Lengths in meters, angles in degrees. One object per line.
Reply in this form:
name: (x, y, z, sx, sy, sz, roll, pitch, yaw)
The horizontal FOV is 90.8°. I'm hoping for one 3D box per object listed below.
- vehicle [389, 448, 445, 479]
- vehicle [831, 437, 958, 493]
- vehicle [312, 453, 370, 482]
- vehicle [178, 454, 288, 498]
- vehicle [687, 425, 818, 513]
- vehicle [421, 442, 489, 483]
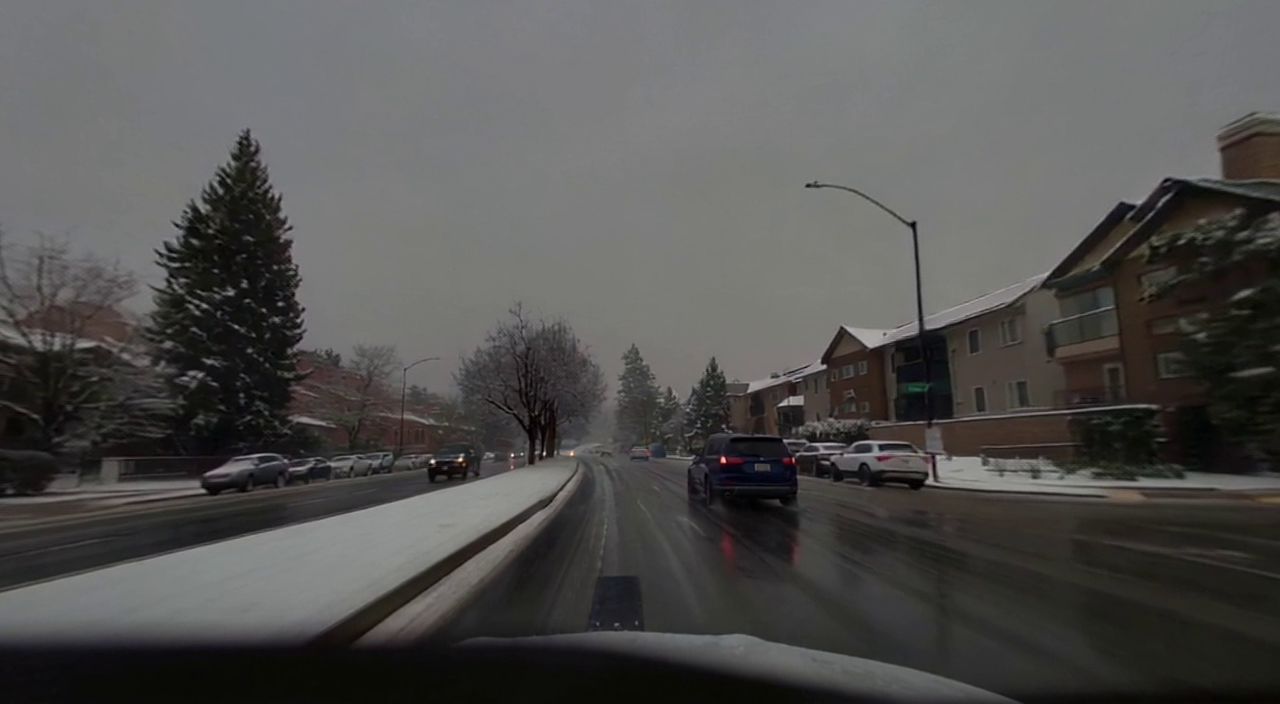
vehicle: (-13.397, 6.679, 38.219, 2.008, 1.759, 4.485, 0, -9, -3)
vehicle: (8.927, 3.987, 22.762, 2.186, 1.750, 4.805, 1, -9, -5)
vehicle: (-19.590, 7.550, 41.656, 1.871, 1.712, 4.710, 0, -8, -5)
vehicle: (-18.678, 5.656, 29.296, 2.145, 1.764, 4.653, 0, -8, -3)
vehicle: (2.458, 2.706, 15.100, 2.085, 1.763, 4.490, 0, -8, -3)
vehicle: (-9.084, 5.435, 31.496, 2.233, 1.850, 4.801, 0, -8, -4)
